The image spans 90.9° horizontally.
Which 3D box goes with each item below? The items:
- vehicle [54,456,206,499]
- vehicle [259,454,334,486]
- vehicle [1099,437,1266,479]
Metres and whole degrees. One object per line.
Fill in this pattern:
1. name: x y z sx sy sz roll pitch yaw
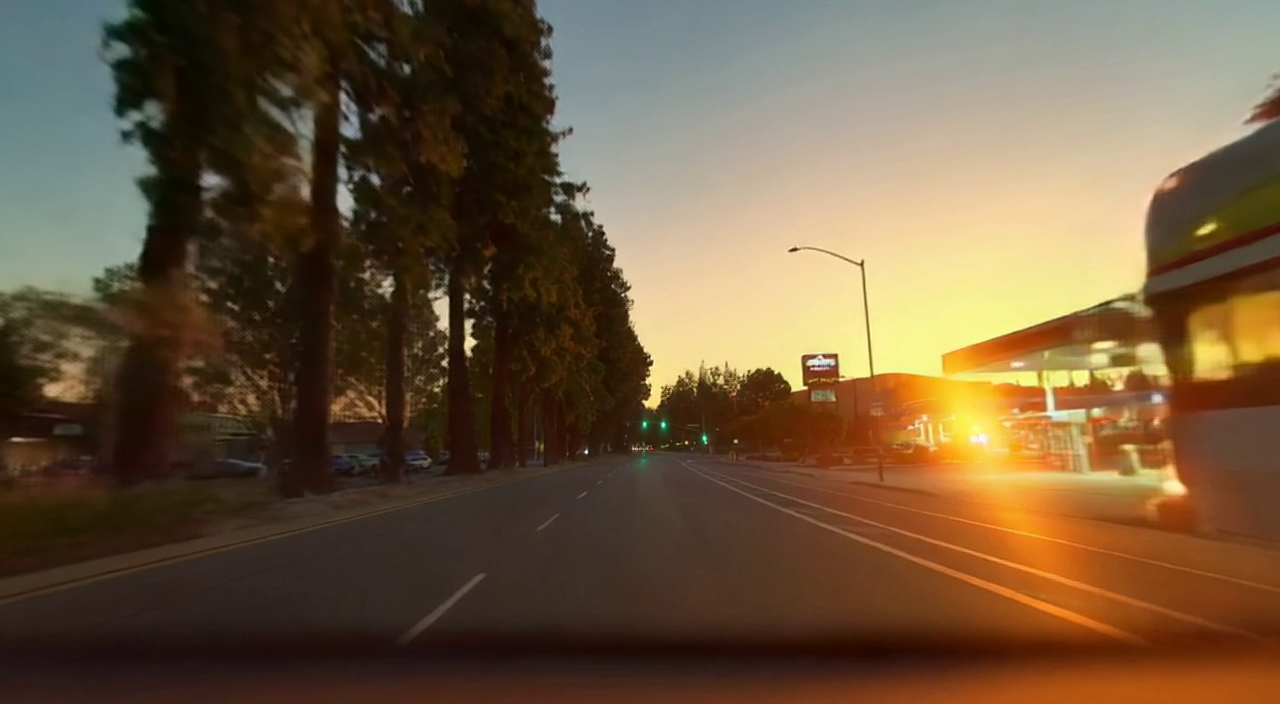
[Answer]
1. vehicle: -21.419 5.245 26.792 2.114 1.602 4.824 -1 -9 6
2. vehicle: -25.100 8.605 46.118 4.386 2.004 1.991 -4 -9 -2
3. vehicle: 19.468 3.816 22.775 4.238 1.432 1.910 0 -9 0
